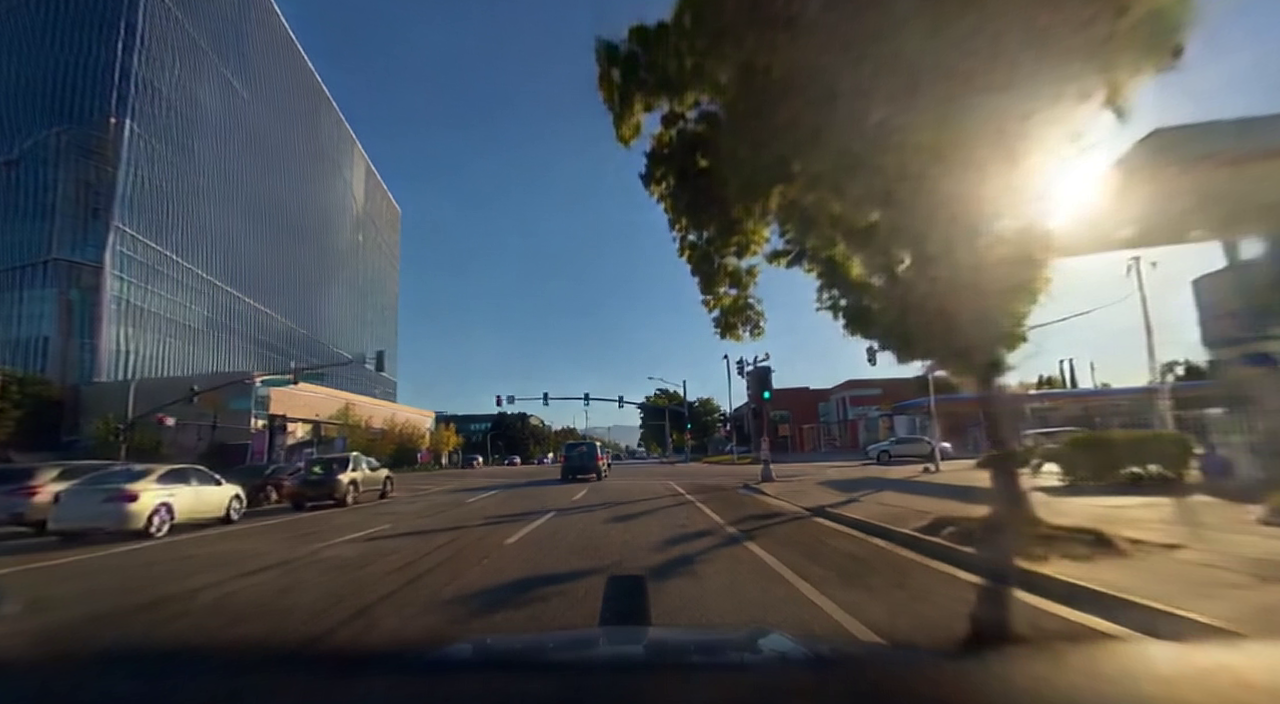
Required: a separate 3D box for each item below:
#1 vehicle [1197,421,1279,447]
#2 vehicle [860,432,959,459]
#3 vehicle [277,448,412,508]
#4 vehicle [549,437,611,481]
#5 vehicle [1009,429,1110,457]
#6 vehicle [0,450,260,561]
[{"bbox_3d":[34.862,4.623,35.357,4.849,1.399,2.057,-2,-8,17],"label":"vehicle"},{"bbox_3d":[17.563,6.129,41.273,5.708,1.585,2.070,-4,-7,22],"label":"vehicle"},{"bbox_3d":[-9.174,3.906,20.088,2.068,1.659,4.509,0,-8,1],"label":"vehicle"},{"bbox_3d":[-3.097,5.717,34.135,2.602,2.091,6.347,0,-8,1],"label":"vehicle"},{"bbox_3d":[25.538,5.580,38.537,4.700,1.579,1.823,-4,-8,19],"label":"vehicle"},{"bbox_3d":[-9.475,2.613,11.582,1.965,1.541,4.718,0,-8,1],"label":"vehicle"}]
